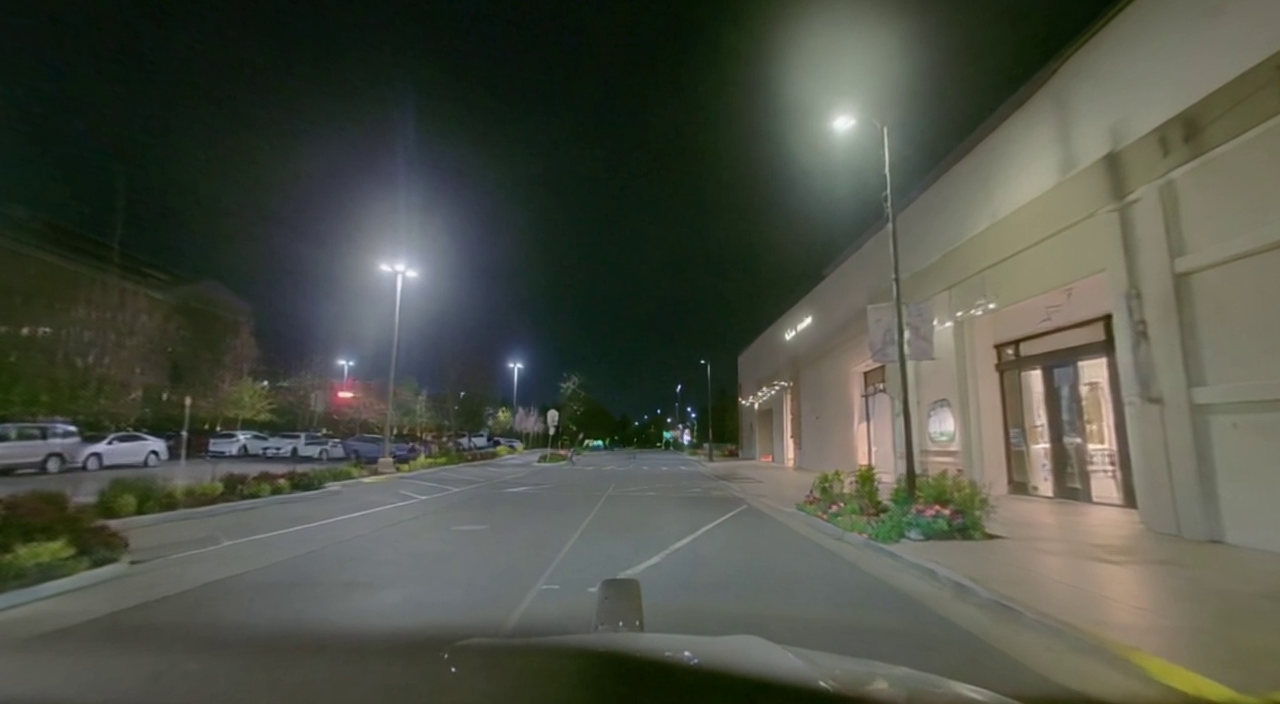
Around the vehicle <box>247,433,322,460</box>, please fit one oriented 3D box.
[{"bbox_3d":[-20.640,5.494,36.827,1.909,1.474,3.908,0,-8,3],"label":"vehicle"}]

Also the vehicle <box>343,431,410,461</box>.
[{"bbox_3d":[-15.281,5.480,36.867,1.928,1.613,4.197,0,-8,3],"label":"vehicle"}]

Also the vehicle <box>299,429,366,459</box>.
[{"bbox_3d":[-18.068,5.477,37.315,1.902,1.645,3.903,0,-9,1],"label":"vehicle"}]

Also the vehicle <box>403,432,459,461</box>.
[{"bbox_3d":[-12.241,5.564,37.273,1.892,1.597,4.259,0,-8,-1],"label":"vehicle"}]

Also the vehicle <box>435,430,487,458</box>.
[{"bbox_3d":[-12.117,6.289,43.197,2.058,1.832,5.009,0,-8,0],"label":"vehicle"}]

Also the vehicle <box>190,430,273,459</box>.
[{"bbox_3d":[-23.624,5.370,36.740,1.773,1.498,4.085,3,-8,6],"label":"vehicle"}]

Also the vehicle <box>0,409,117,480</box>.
[{"bbox_3d":[-18.369,2.715,18.543,1.972,1.923,4.535,0,-8,1],"label":"vehicle"}]
